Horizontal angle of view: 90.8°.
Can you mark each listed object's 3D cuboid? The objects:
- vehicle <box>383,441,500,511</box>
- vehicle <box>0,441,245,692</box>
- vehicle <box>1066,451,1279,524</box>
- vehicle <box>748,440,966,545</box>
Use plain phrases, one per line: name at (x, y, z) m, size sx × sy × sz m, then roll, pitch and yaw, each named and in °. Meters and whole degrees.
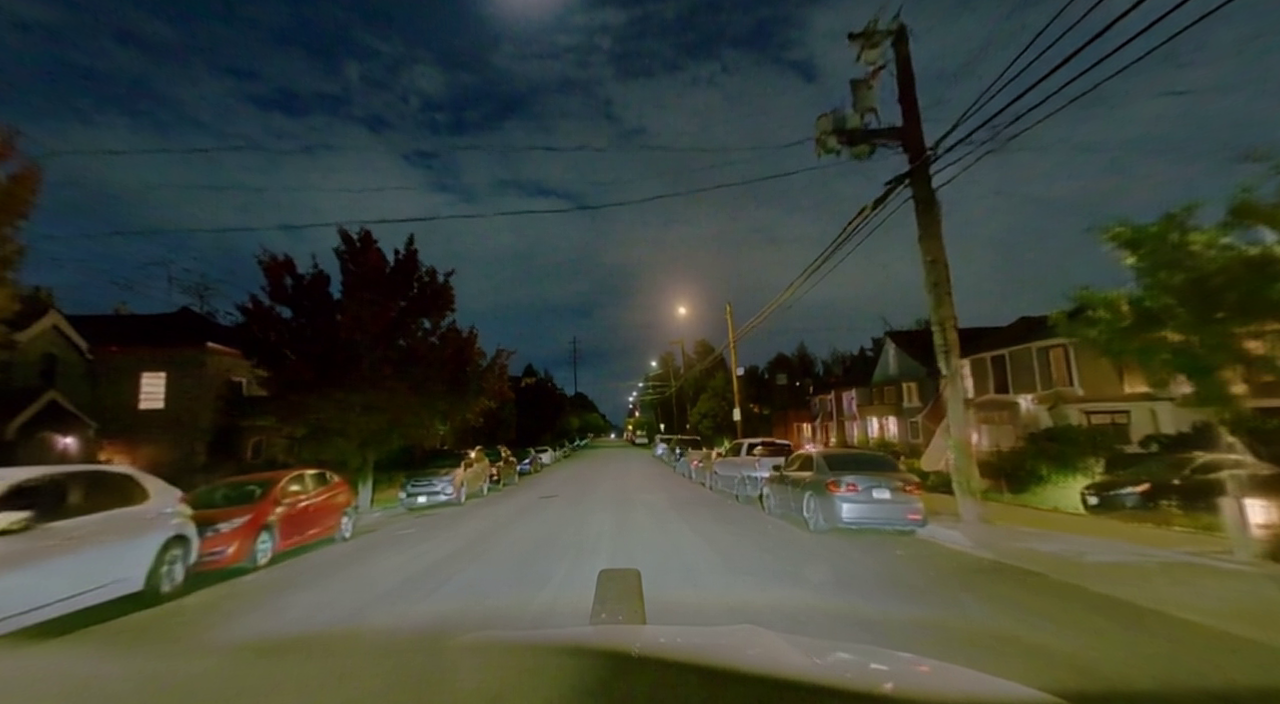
vehicle at (-6.261, 3.935, 20.812) m, size 2.184 × 1.958 × 5.757 m, roll 0°, pitch -8°, yaw -2°
vehicle at (-5.468, 1.578, 4.957) m, size 2.032 × 1.716 × 4.382 m, roll 0°, pitch -8°, yaw -3°
vehicle at (12.010, 2.881, 13.682) m, size 4.292 × 1.389 × 1.771 m, roll 0°, pitch -8°, yaw -2°
vehicle at (3.606, 2.427, 11.732) m, size 2.174 × 1.504 × 4.809 m, roll 0°, pitch -8°, yaw -2°
